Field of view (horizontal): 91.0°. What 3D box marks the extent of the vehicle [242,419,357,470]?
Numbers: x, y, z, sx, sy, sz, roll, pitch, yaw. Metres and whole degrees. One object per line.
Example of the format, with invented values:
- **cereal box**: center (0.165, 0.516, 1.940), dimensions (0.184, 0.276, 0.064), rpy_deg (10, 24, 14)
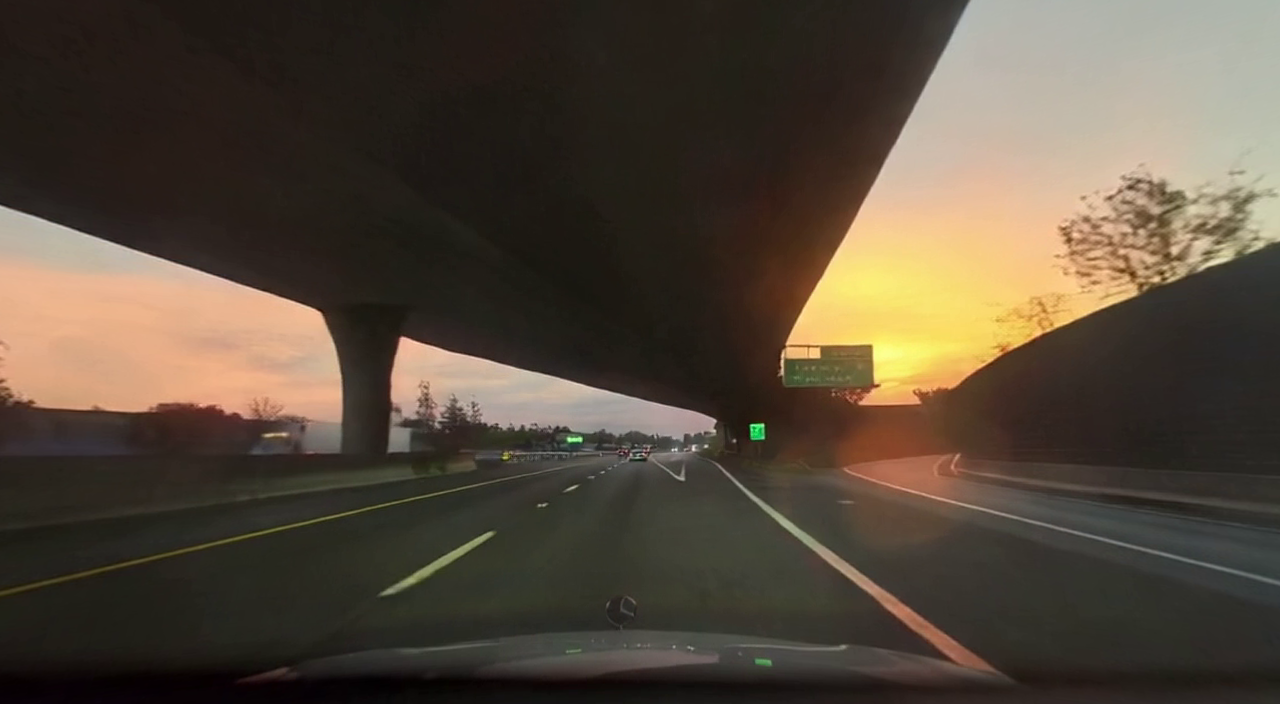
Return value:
- **vehicle**: center (-25.012, 6.929, 47.030), dimensions (2.961, 3.330, 9.690), rpy_deg (0, -9, 1)
